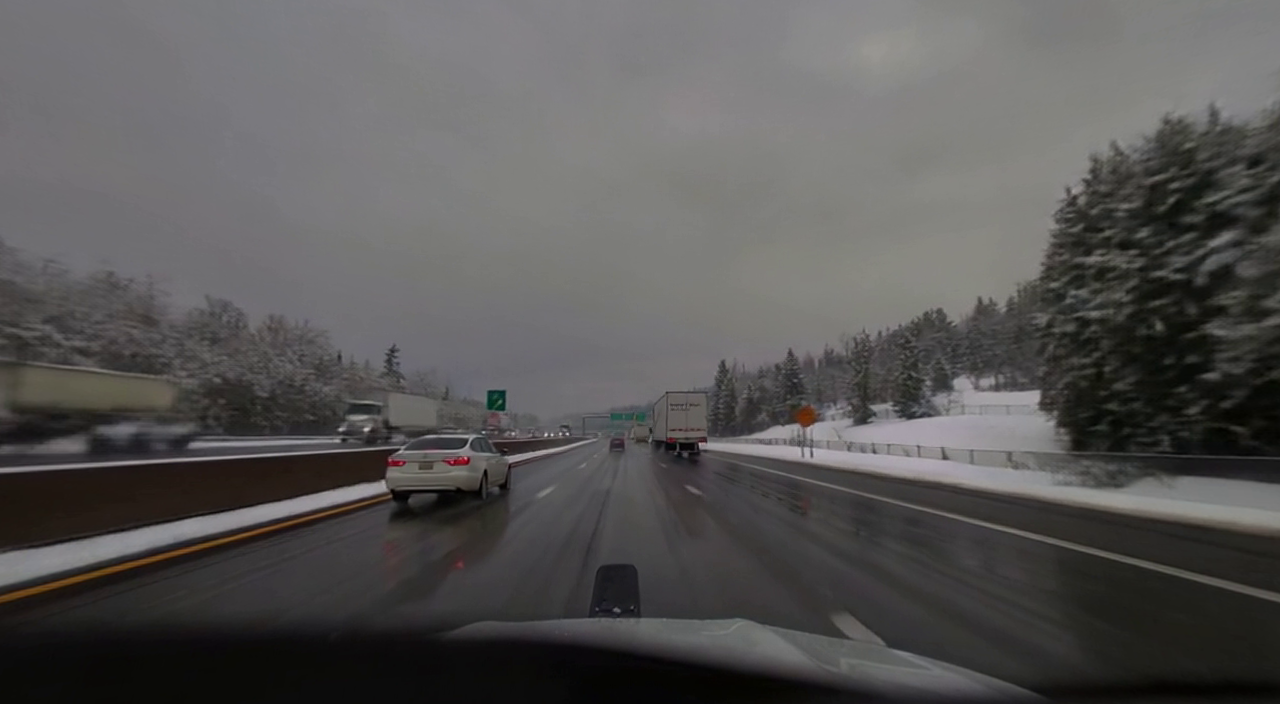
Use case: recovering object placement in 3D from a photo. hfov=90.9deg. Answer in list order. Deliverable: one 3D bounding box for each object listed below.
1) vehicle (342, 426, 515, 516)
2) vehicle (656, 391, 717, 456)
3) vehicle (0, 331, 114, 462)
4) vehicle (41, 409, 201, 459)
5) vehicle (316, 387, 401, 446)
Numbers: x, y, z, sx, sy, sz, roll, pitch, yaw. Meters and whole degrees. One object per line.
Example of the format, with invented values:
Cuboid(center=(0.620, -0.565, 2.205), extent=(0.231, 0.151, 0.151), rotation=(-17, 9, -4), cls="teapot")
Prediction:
Cuboid(center=(-3.894, 2.240, 12.527), extent=(1.971, 1.444, 4.401), rotation=(0, -8, -1), cls="vehicle")
Cuboid(center=(3.116, 5.423, 46.827), extent=(3.241, 4.042, 14.292), rotation=(0, -7, -1), cls="vehicle")
Cuboid(center=(-20.052, 1.420, 19.258), extent=(2.925, 3.762, 5.701), rotation=(0, -8, -1), cls="vehicle")
Cuboid(center=(-16.425, 2.645, 20.249), extent=(1.765, 1.429, 3.982), rotation=(0, -8, -1), cls="vehicle")
Cuboid(center=(-19.893, 4.706, 45.017), extent=(3.132, 3.870, 5.926), rotation=(2, -8, 0), cls="vehicle")
